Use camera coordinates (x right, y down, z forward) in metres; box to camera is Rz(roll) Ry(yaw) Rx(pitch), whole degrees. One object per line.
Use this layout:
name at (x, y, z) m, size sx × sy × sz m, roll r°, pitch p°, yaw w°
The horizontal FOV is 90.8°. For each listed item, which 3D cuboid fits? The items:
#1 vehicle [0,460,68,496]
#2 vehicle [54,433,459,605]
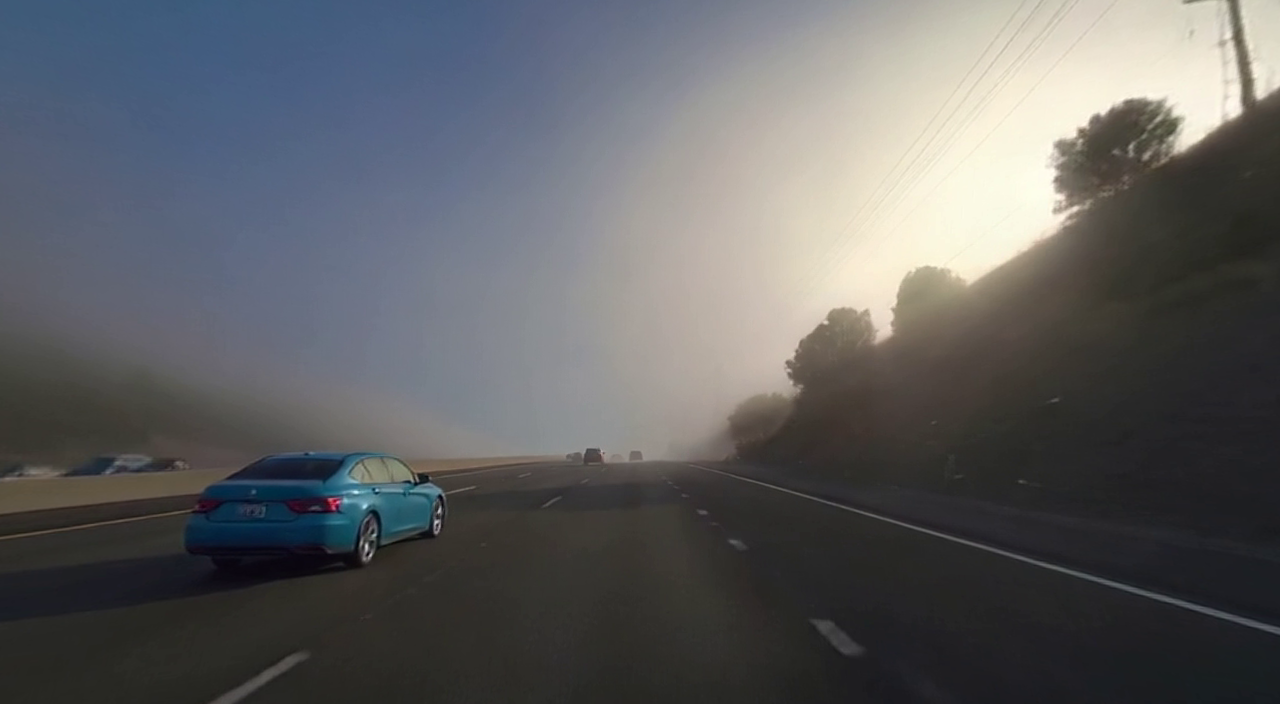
vehicle at (-29.311, 5.848, 29.422) m, size 1.822 × 1.496 × 3.768 m, roll 0°, pitch -9°, yaw -1°
vehicle at (-4.101, 1.852, 8.108) m, size 2.064 × 1.489 × 4.966 m, roll 0°, pitch -9°, yaw 0°
